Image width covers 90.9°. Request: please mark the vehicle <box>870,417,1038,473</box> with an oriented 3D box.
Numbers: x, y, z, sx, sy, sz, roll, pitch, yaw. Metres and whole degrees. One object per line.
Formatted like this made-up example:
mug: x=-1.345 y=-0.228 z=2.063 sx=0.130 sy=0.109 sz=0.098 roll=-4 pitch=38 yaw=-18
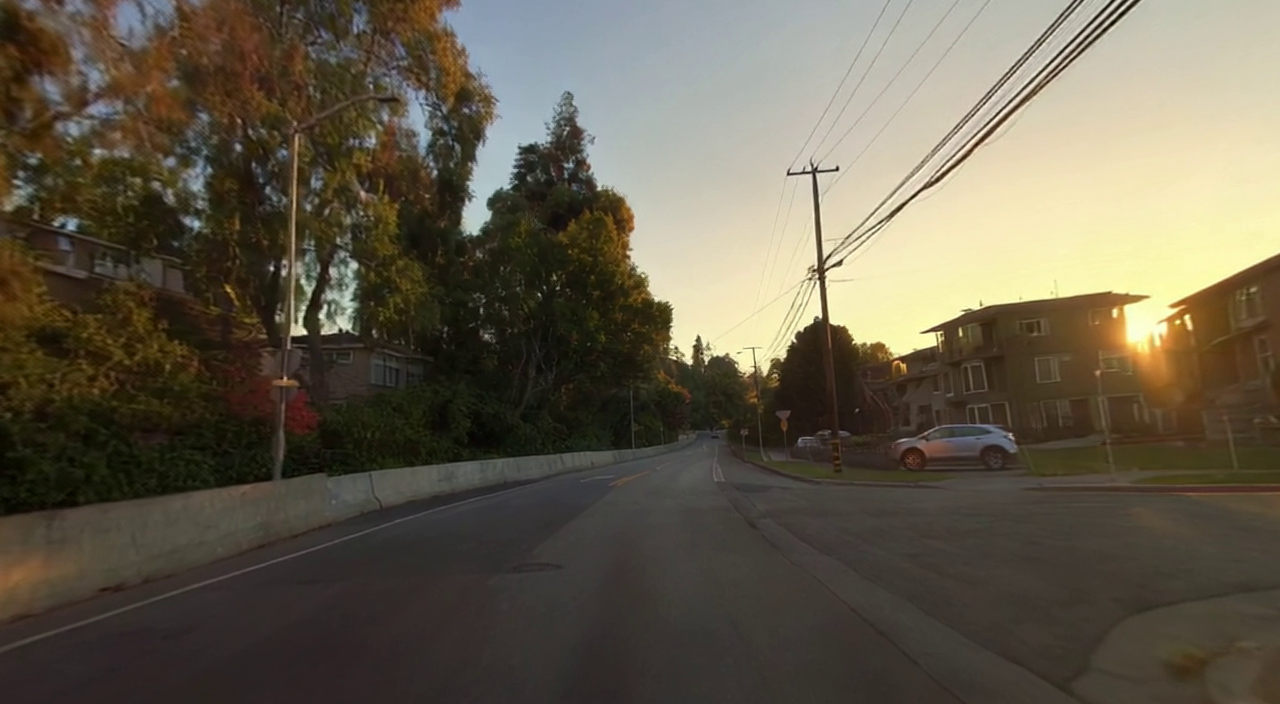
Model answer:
vehicle: x=10.420 y=3.110 z=21.247 sx=4.614 sy=1.764 sz=1.860 roll=-1 pitch=-8 yaw=5
